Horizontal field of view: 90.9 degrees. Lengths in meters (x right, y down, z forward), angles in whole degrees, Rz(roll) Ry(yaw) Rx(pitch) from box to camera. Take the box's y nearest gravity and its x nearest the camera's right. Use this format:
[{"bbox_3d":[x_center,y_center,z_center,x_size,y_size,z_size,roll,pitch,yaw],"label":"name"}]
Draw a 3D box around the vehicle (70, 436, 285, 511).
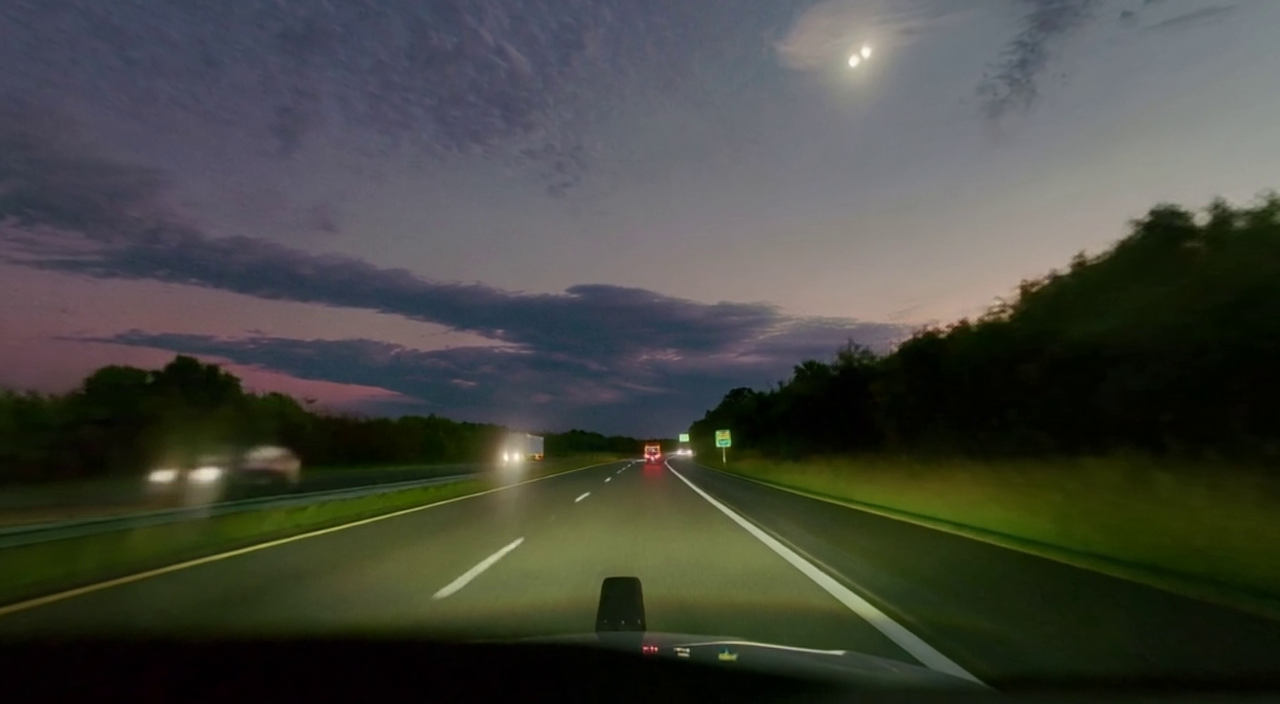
[{"bbox_3d":[-12.564,3.313,17.729,2.059,1.763,5.143,0,-9,1],"label":"vehicle"}]
